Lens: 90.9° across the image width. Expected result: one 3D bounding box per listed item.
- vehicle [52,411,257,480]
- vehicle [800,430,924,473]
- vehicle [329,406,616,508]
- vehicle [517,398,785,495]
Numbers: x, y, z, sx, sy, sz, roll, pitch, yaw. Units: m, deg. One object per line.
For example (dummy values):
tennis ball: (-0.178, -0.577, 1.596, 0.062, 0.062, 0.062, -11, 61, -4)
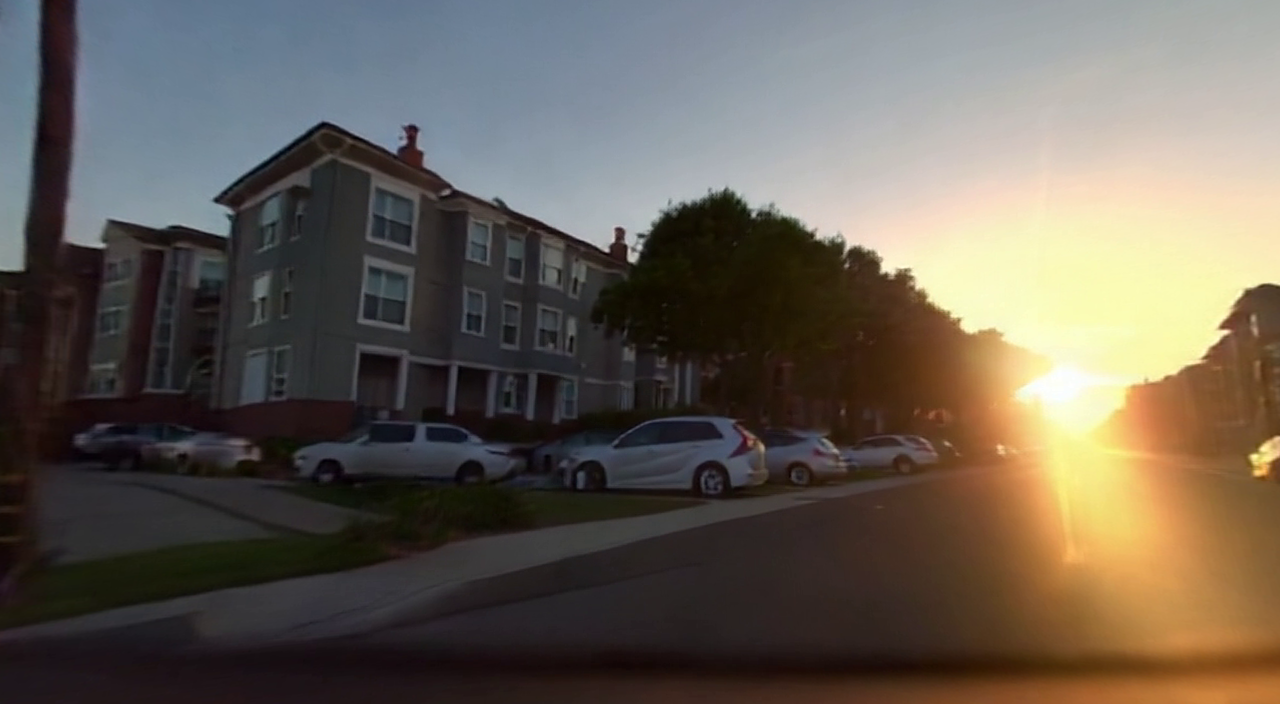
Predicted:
vehicle: (-15.656, 3.000, 20.380, 5.778, 1.875, 2.152, 0, -10, 19)
vehicle: (9.124, 4.109, 26.224, 4.450, 1.707, 1.902, 0, -8, 1)
vehicle: (-2.871, 1.882, 11.538, 4.648, 1.659, 1.897, -1, -8, 5)
vehicle: (0.238, 2.095, 14.175, 5.514, 1.976, 2.153, 0, -8, 2)
